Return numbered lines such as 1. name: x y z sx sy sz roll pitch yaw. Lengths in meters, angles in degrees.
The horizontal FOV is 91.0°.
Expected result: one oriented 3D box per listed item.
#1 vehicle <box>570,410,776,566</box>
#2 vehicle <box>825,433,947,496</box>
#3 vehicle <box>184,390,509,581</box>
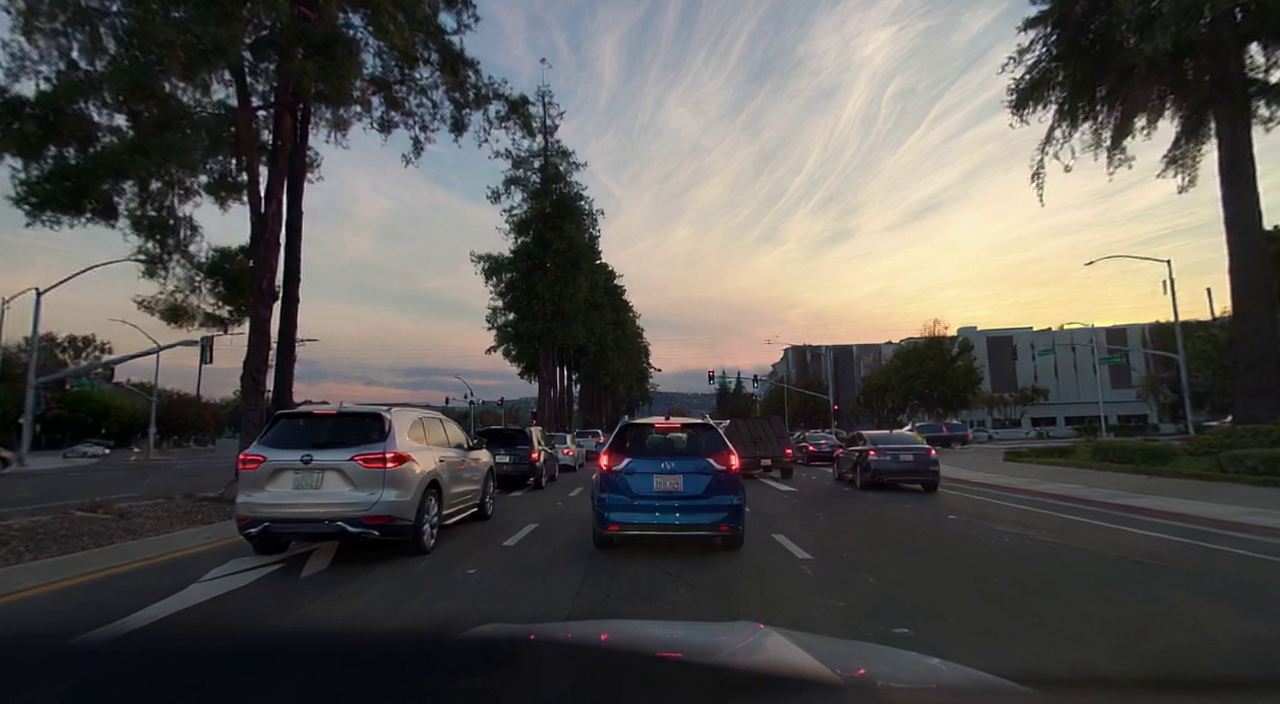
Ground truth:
1. vehicle: 0.373 1.761 8.877 2.189 1.649 4.171 0 -8 1
2. vehicle: 6.931 3.190 18.285 2.067 1.599 4.251 -1 -8 4
3. vehicle: -3.257 1.591 8.250 2.085 1.812 4.388 0 -8 1
